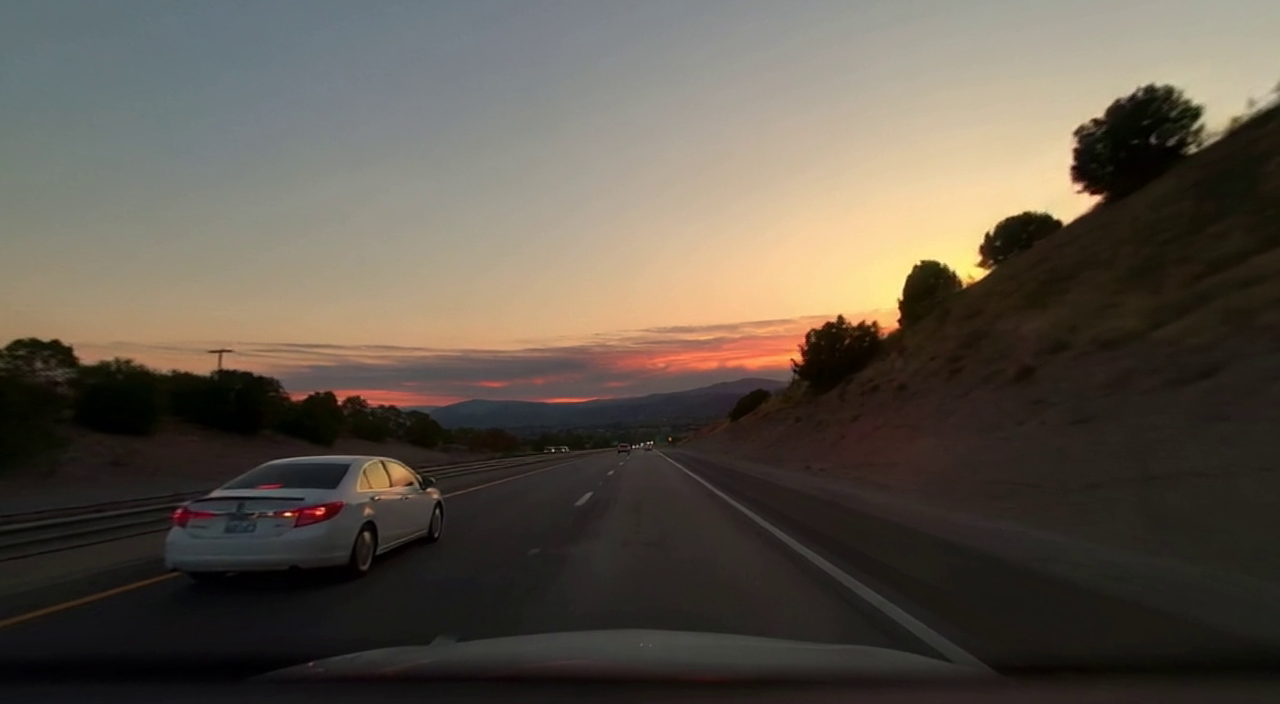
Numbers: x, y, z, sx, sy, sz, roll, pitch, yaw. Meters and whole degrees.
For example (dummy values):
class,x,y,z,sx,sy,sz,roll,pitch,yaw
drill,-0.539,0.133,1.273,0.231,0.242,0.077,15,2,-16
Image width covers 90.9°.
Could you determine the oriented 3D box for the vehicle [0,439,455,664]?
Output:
class,x,y,z,sx,sy,sz,roll,pitch,yaw
vehicle,-3.566,1.552,6.159,2.096,1.343,4.503,-1,-8,1
